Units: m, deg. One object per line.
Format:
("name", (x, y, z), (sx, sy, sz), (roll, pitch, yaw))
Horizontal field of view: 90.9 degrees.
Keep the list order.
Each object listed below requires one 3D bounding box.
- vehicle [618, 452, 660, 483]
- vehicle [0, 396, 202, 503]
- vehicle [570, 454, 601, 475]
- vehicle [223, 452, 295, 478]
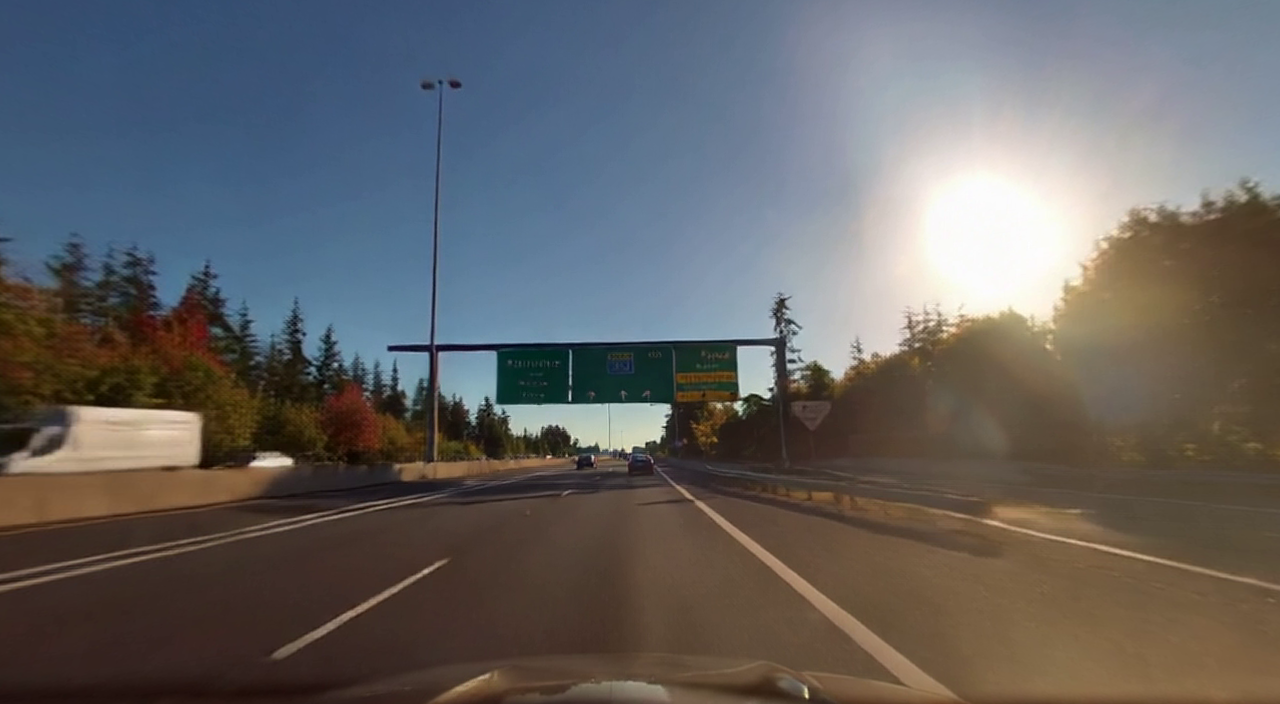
("vehicle", (-0.055, 5.873, 32.195), (2.002, 1.449, 3.612), (0, -9, -1))
("vehicle", (-23.928, 4.301, 27.538), (2.934, 3.856, 9.459), (0, -9, -2))
("vehicle", (-3.977, 8.324, 46.756), (1.877, 1.504, 3.799), (0, -9, 1))
("vehicle", (-24.443, 7.264, 40.662), (1.942, 1.583, 4.563), (0, -9, -3))
